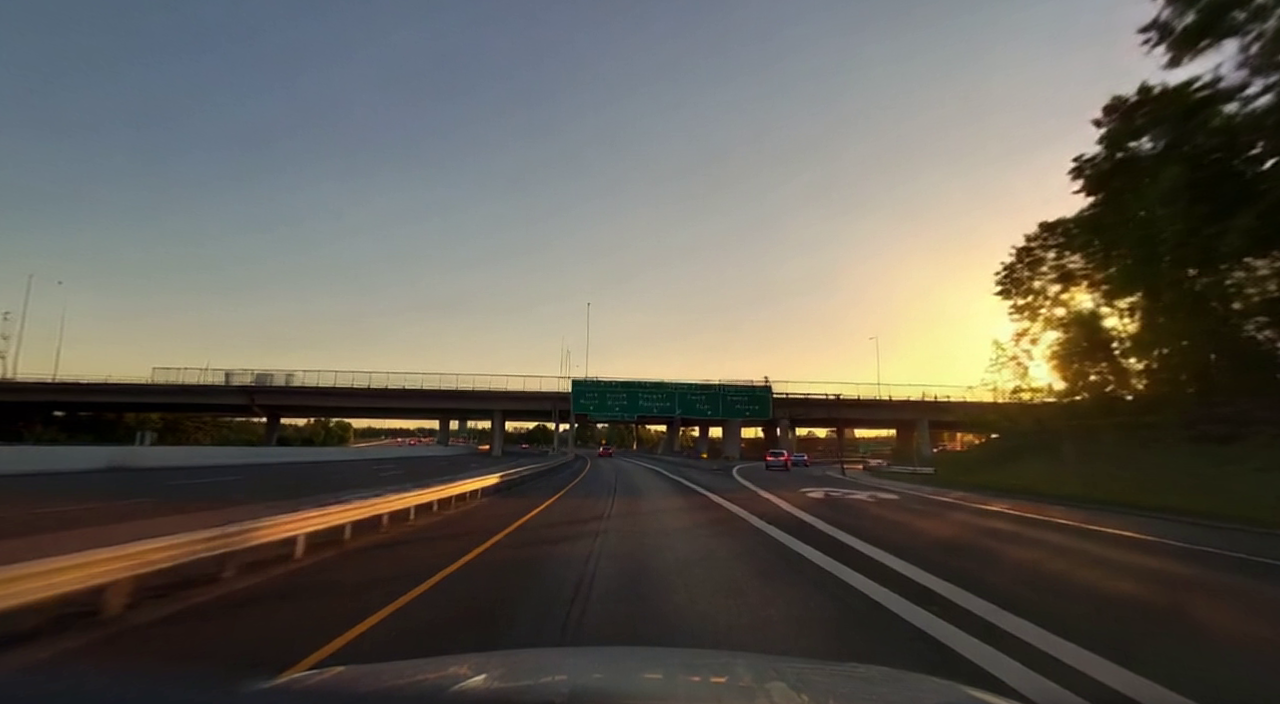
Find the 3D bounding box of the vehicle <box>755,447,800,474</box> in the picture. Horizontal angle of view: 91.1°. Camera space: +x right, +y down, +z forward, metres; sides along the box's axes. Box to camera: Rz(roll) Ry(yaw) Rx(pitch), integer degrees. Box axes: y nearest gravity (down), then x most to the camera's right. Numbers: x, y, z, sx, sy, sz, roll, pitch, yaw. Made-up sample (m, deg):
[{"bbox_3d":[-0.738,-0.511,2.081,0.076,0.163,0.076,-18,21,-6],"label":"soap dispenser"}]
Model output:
[{"bbox_3d":[7.896,6.271,36.422,2.129,1.444,3.649,-2,-9,7],"label":"vehicle"}]
